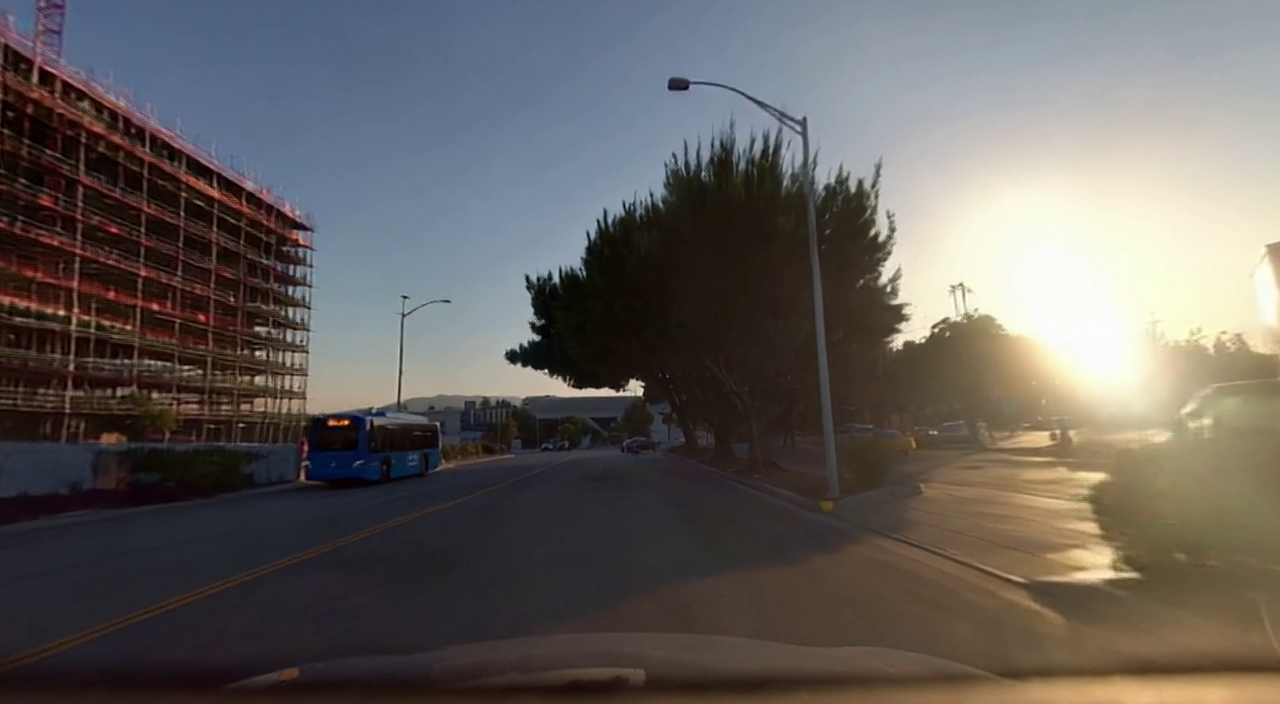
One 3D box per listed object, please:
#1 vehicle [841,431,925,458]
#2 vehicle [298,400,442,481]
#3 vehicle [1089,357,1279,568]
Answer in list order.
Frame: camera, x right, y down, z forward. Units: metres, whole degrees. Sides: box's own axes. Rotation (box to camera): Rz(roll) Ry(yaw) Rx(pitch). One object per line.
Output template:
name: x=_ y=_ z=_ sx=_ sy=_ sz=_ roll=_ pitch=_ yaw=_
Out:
vehicle: x=13.518 y=5.175 z=35.247 sx=3.897 sy=1.470 sz=1.829 roll=0 pitch=-9 yaw=-2
vehicle: x=-10.416 y=3.536 z=25.207 sx=2.979 sy=2.803 sz=5.962 roll=0 pitch=-8 yaw=1
vehicle: x=7.033 y=0.919 z=5.161 sx=2.267 sy=1.911 sz=5.816 roll=0 pitch=-8 yaw=-2
